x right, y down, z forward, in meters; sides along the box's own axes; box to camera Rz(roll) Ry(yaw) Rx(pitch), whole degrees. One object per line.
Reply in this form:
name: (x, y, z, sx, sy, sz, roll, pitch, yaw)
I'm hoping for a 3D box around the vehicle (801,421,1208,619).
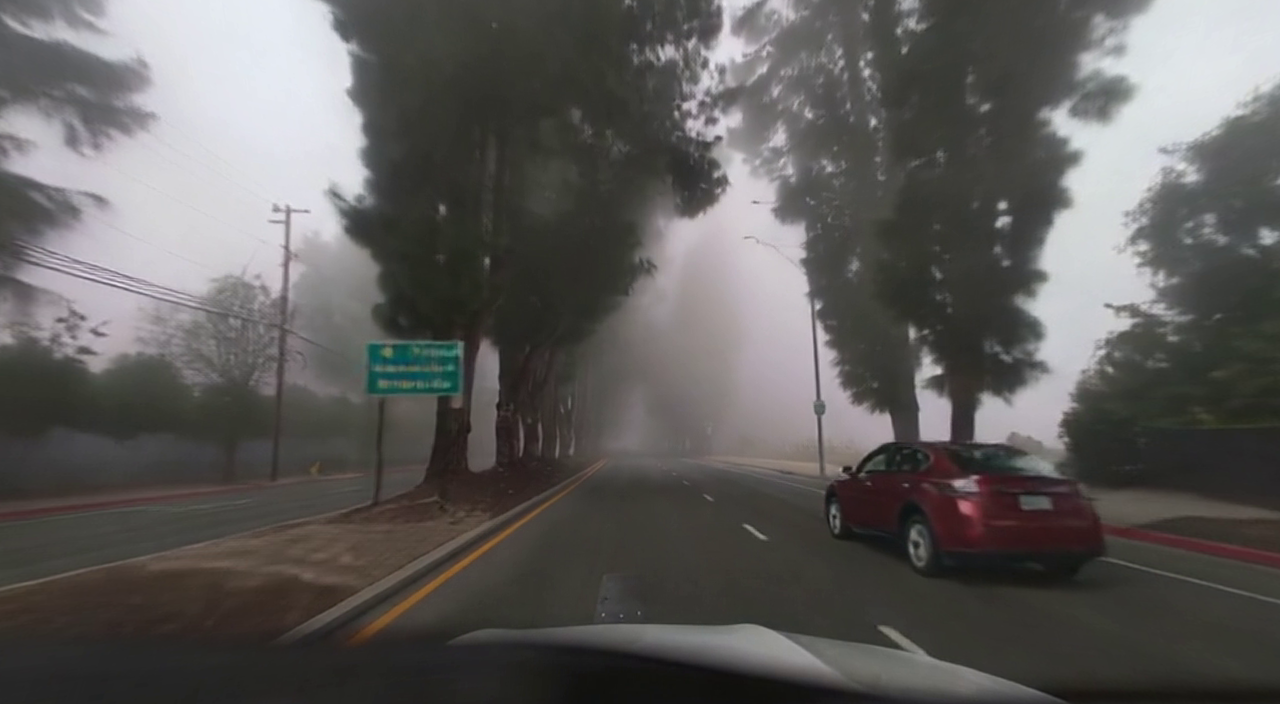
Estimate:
vehicle: (3.418, 1.639, 7.170, 1.985, 1.529, 4.316, 0, -9, -1)
